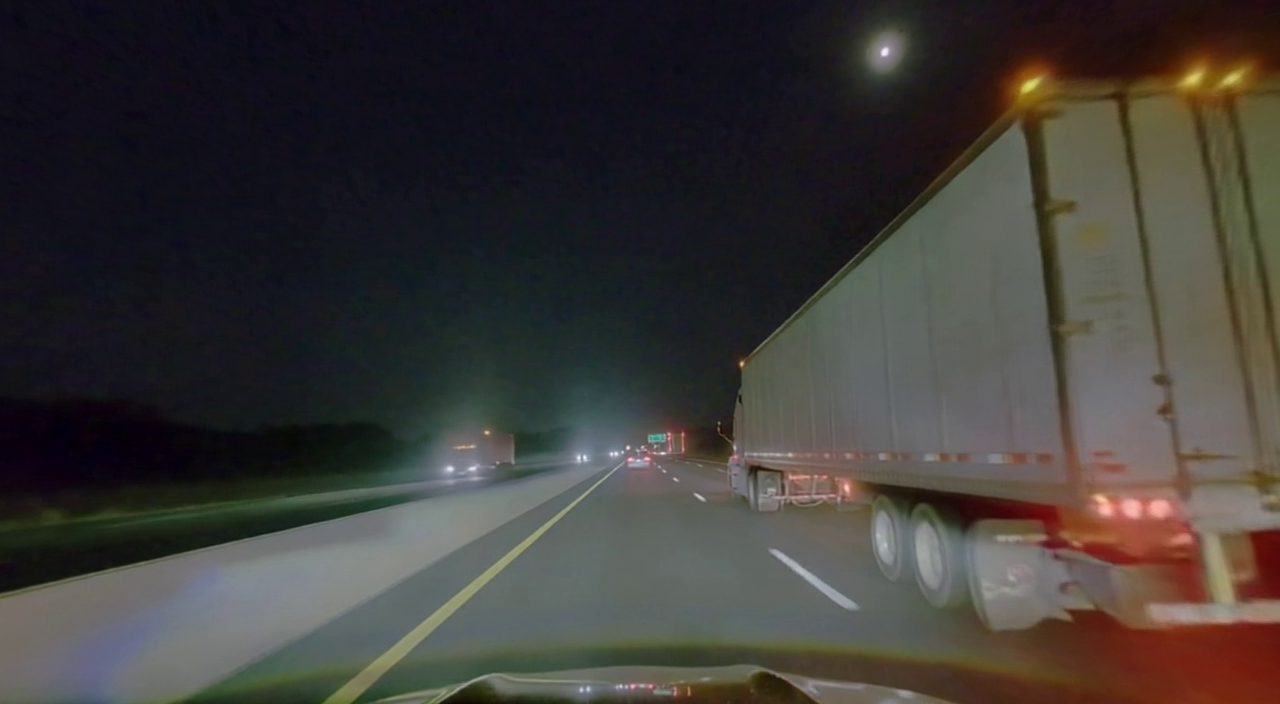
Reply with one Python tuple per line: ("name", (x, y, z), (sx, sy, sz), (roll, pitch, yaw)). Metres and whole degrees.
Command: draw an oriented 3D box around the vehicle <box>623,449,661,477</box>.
("vehicle", (0.091, 6.292, 35.776), (2.083, 1.473, 3.923), (0, -9, -1))
